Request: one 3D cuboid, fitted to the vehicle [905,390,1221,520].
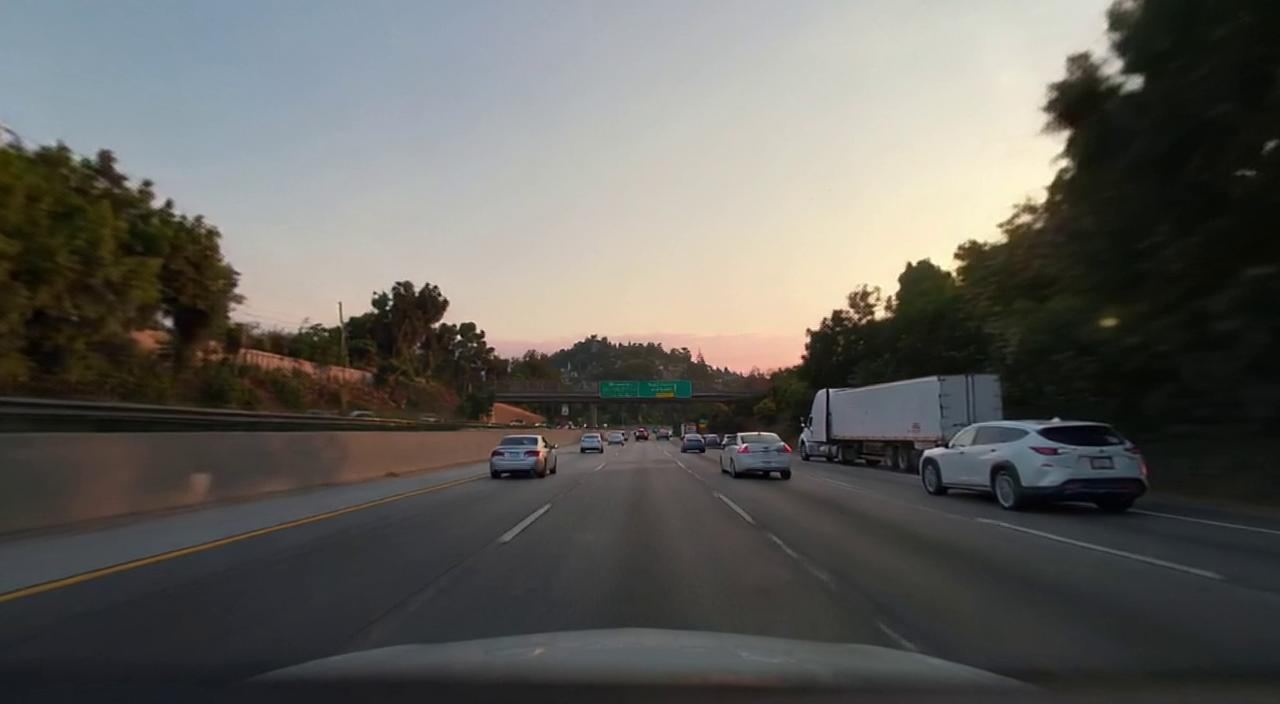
[{"bbox_3d":[7.618,1.958,12.458,2.291,1.968,5.662,0,-8,0],"label":"vehicle"}]

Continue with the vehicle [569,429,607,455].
[{"bbox_3d":[-3.361,5.877,41.240,2.020,1.628,4.248,0,-8,1],"label":"vehicle"}]

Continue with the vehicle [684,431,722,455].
[{"bbox_3d":[4.036,5.921,40.926,1.953,1.480,4.053,0,-8,-1],"label":"vehicle"}]

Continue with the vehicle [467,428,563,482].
[{"bbox_3d":[-3.646,3.082,19.171,1.978,1.473,4.073,0,-8,1],"label":"vehicle"}]

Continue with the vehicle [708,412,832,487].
[{"bbox_3d":[3.690,2.949,19.293,2.517,1.935,5.552,0,-8,-1],"label":"vehicle"}]
